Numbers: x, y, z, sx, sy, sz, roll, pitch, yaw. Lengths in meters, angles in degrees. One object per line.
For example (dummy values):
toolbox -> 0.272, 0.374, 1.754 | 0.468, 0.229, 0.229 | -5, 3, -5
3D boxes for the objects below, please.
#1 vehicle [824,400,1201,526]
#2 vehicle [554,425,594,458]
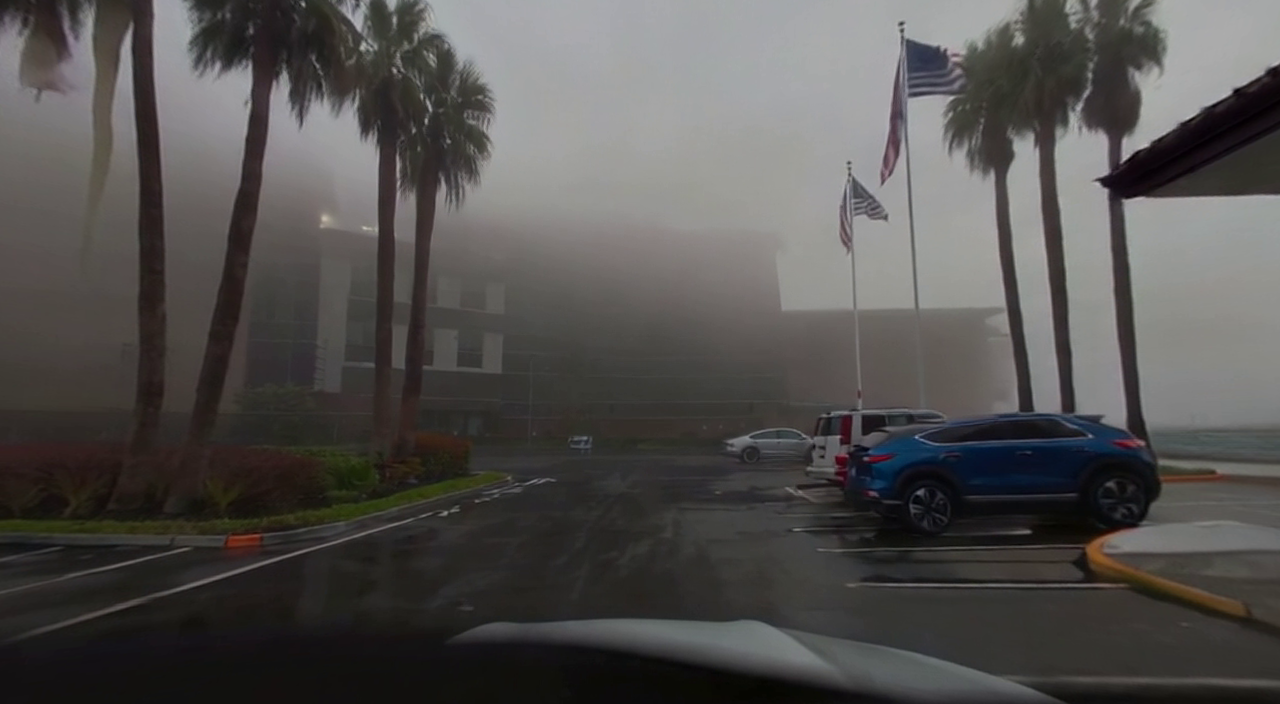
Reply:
vehicle -> 5.456, 1.683, 9.806 | 4.567, 1.723, 1.926 | 0, -8, 3
vehicle -> -4.520, 6.216, 43.972 | 1.943, 1.890, 4.472 | 2, -4, 4
